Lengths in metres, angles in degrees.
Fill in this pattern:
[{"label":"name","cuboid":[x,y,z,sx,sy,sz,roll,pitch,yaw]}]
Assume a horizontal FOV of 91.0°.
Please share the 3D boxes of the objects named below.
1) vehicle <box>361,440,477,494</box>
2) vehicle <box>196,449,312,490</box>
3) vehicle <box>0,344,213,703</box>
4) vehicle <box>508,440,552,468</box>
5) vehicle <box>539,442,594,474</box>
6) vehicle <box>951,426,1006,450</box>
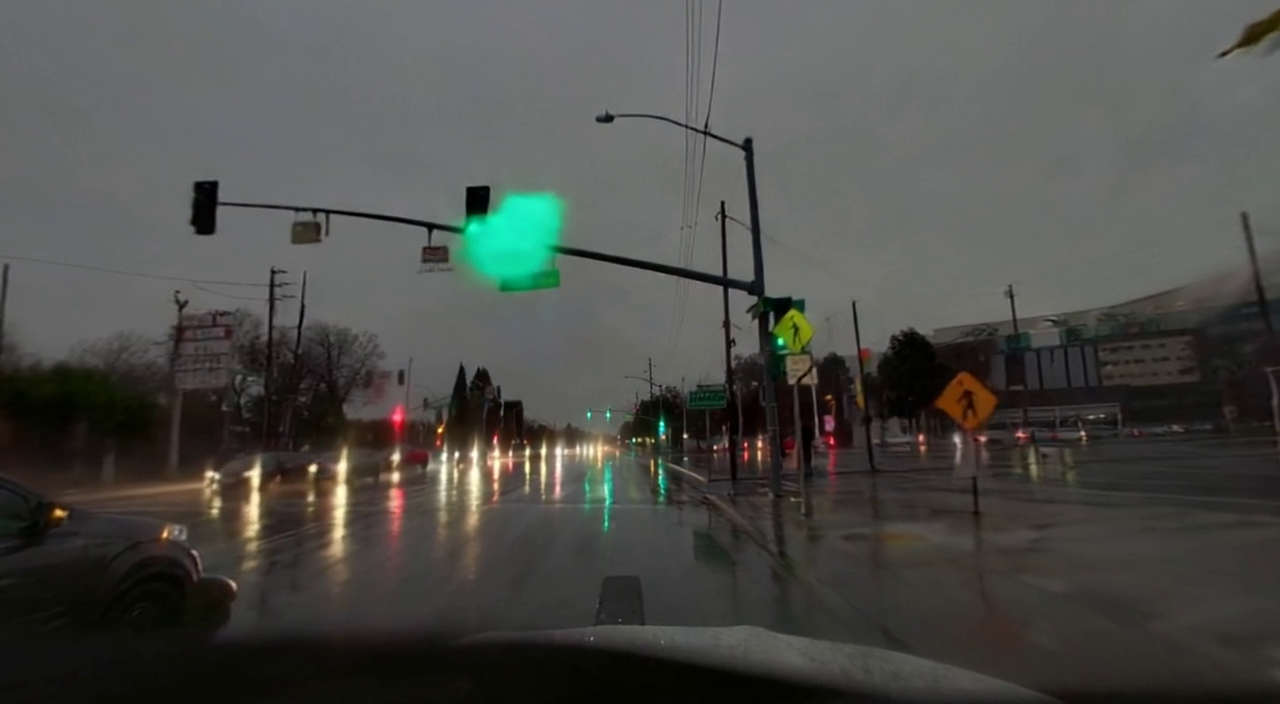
[{"label":"vehicle","cuboid":[-6.672,3.505,19.638,1.960,1.479,4.654,0,-9,0]},{"label":"vehicle","cuboid":[-16.004,4.854,26.459,2.000,1.527,4.786,0,-9,-2]},{"label":"vehicle","cuboid":[-3.392,0.637,1.147,2.042,1.673,4.516,0,-9,0]},{"label":"vehicle","cuboid":[-6.864,6.420,39.675,2.012,1.664,3.917,0,-9,1]},{"label":"vehicle","cuboid":[-3.596,5.279,31.660,2.147,1.472,4.406,0,-9,1]},{"label":"vehicle","cuboid":[24.549,6.252,45.776,1.690,1.559,3.521,4,-8,-10]}]
